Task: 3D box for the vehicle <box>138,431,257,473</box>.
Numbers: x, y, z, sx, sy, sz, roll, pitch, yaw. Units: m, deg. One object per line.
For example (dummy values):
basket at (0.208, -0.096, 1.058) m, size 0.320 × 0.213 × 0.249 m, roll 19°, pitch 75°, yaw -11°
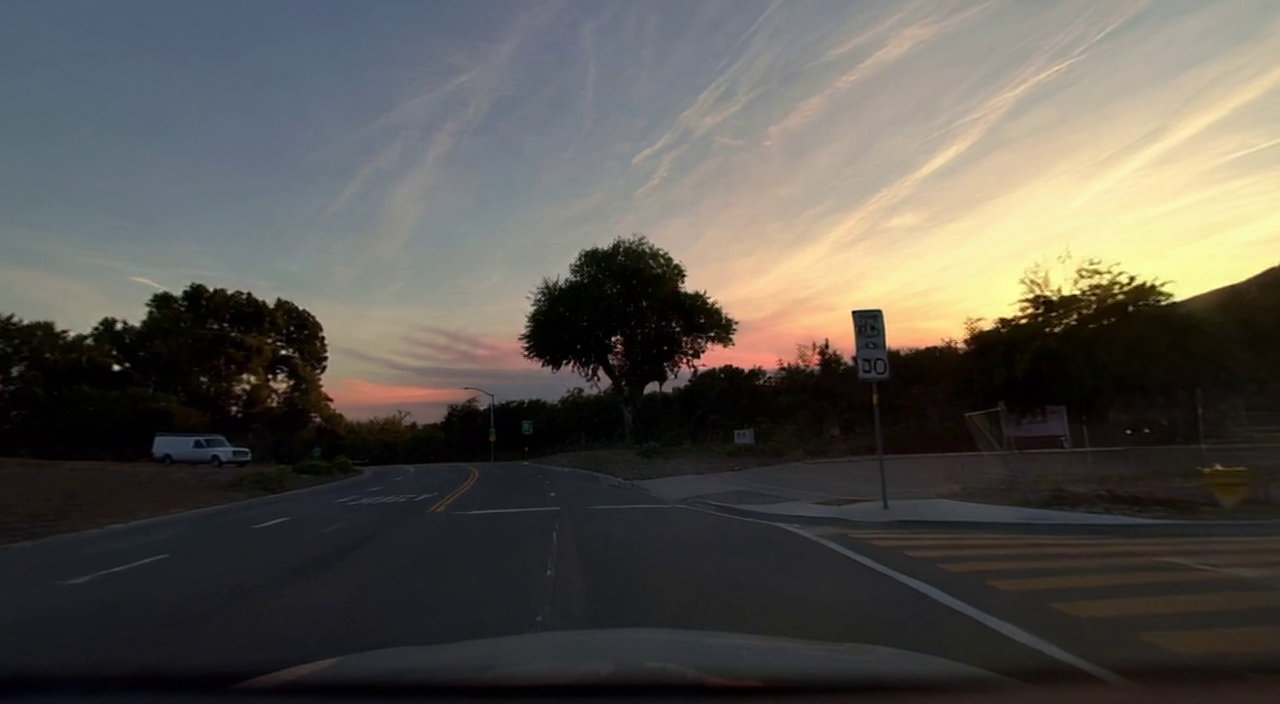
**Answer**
vehicle at (-22.085, 4.976, 31.495) m, size 4.699 × 1.996 × 2.116 m, roll -2°, pitch -9°, yaw 13°
